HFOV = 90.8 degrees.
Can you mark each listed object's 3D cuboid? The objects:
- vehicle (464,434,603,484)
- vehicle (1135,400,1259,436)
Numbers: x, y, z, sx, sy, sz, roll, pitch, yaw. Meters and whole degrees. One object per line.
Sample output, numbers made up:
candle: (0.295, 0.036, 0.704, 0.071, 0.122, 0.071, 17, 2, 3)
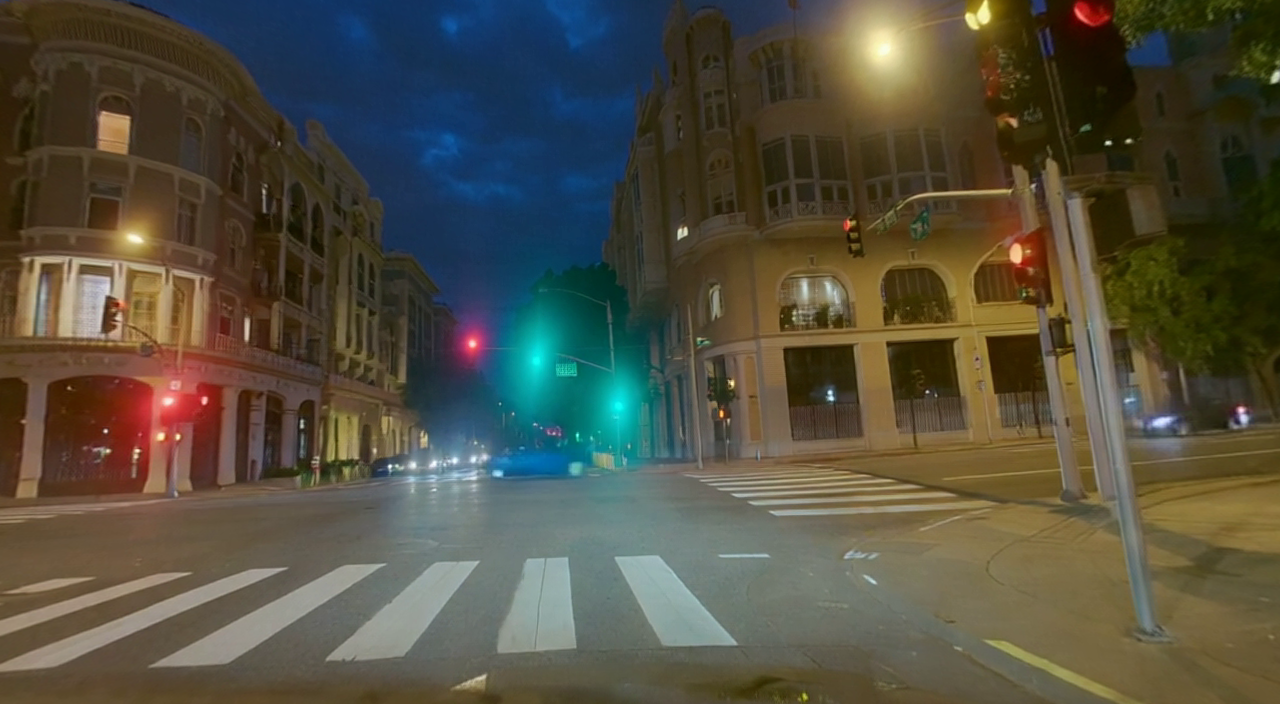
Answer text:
vehicle: (-3.729, 3.784, 22.493, 4.626, 1.636, 2.004, 1, -9, -8)
vehicle: (24.501, 2.936, 27.850, 4.320, 1.456, 1.803, 2, -9, -13)
